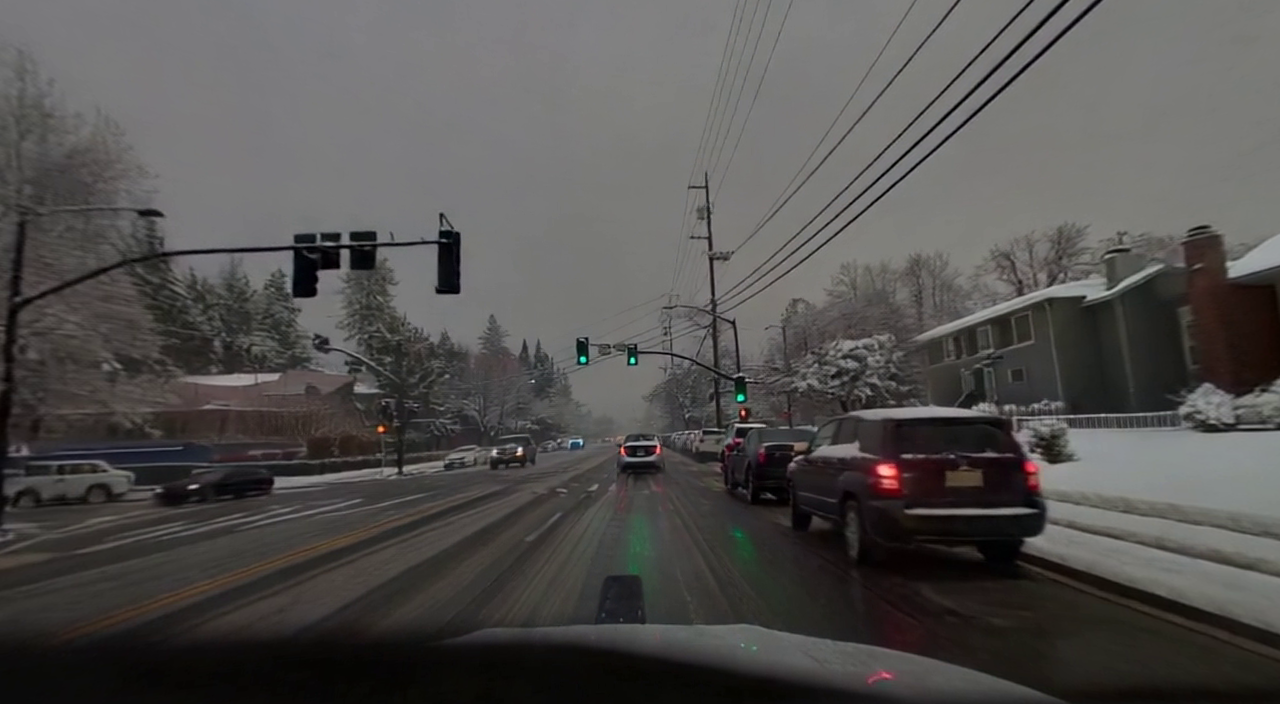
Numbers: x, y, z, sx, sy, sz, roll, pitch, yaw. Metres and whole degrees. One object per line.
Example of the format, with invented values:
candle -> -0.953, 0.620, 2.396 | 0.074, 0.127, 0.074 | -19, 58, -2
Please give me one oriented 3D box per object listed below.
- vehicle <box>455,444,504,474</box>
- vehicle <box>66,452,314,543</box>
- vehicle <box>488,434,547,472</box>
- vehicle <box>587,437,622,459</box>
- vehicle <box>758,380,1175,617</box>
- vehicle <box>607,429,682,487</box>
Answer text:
vehicle -> -9.428, 6.271, 37.313 | 1.908, 1.492, 3.699 | -4, -8, -1
vehicle -> -9.090, 2.925, 13.419 | 1.908, 1.511, 4.611 | 0, -8, -1
vehicle -> -6.276, 5.220, 32.946 | 2.175, 1.820, 4.643 | 0, -8, 0
vehicle -> -2.480, 6.854, 45.186 | 2.117, 1.528, 4.277 | 0, -8, 1
vehicle -> 2.848, 1.411, 7.039 | 2.060, 1.733, 4.639 | 0, -8, -1
vehicle -> 0.083, 3.217, 19.516 | 2.041, 1.575, 4.304 | 0, -8, -1
